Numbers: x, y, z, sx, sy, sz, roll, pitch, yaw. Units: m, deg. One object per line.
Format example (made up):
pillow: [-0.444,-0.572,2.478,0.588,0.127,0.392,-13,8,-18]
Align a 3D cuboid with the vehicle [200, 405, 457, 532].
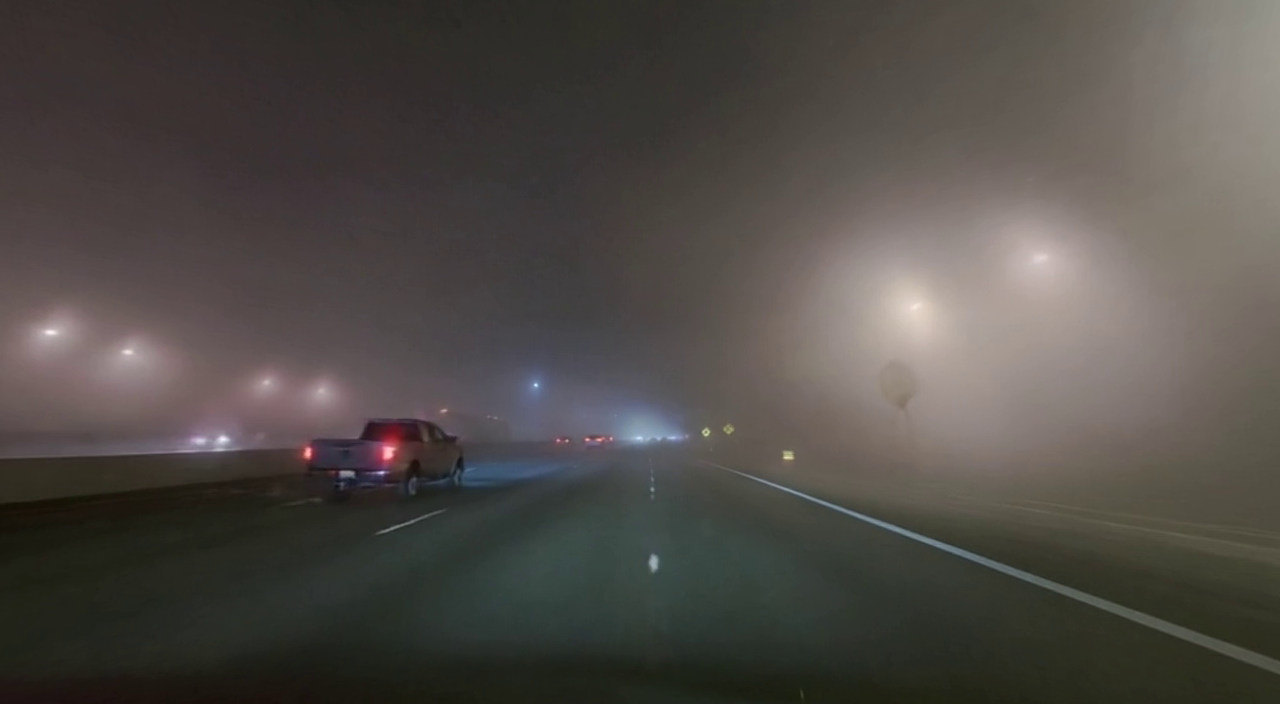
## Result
vehicle: [-5.122,1.960,11.316,2.119,1.787,4.655,0,-8,2]

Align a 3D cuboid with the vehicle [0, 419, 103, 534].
vehicle: [-9.289,1.565,7.766,1.845,1.493,3.799,0,-8,2]
